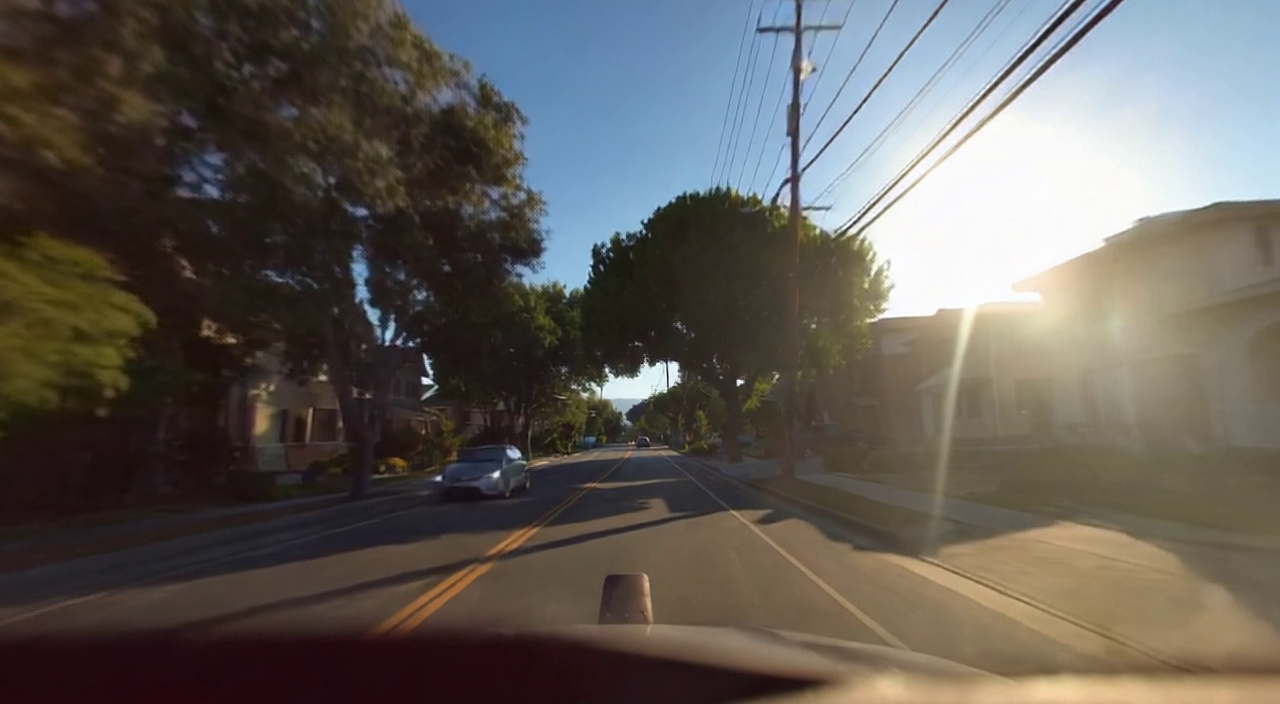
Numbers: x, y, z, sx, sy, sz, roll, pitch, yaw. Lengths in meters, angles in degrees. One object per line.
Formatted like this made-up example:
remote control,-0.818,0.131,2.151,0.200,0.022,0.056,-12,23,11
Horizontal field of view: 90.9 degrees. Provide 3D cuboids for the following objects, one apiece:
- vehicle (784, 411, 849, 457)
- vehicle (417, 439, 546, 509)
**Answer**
vehicle,7.897,3.772,28.674,1.878,1.743,4.556,-6,-9,4
vehicle,-3.747,2.969,15.844,2.028,1.488,4.392,-1,-8,1
